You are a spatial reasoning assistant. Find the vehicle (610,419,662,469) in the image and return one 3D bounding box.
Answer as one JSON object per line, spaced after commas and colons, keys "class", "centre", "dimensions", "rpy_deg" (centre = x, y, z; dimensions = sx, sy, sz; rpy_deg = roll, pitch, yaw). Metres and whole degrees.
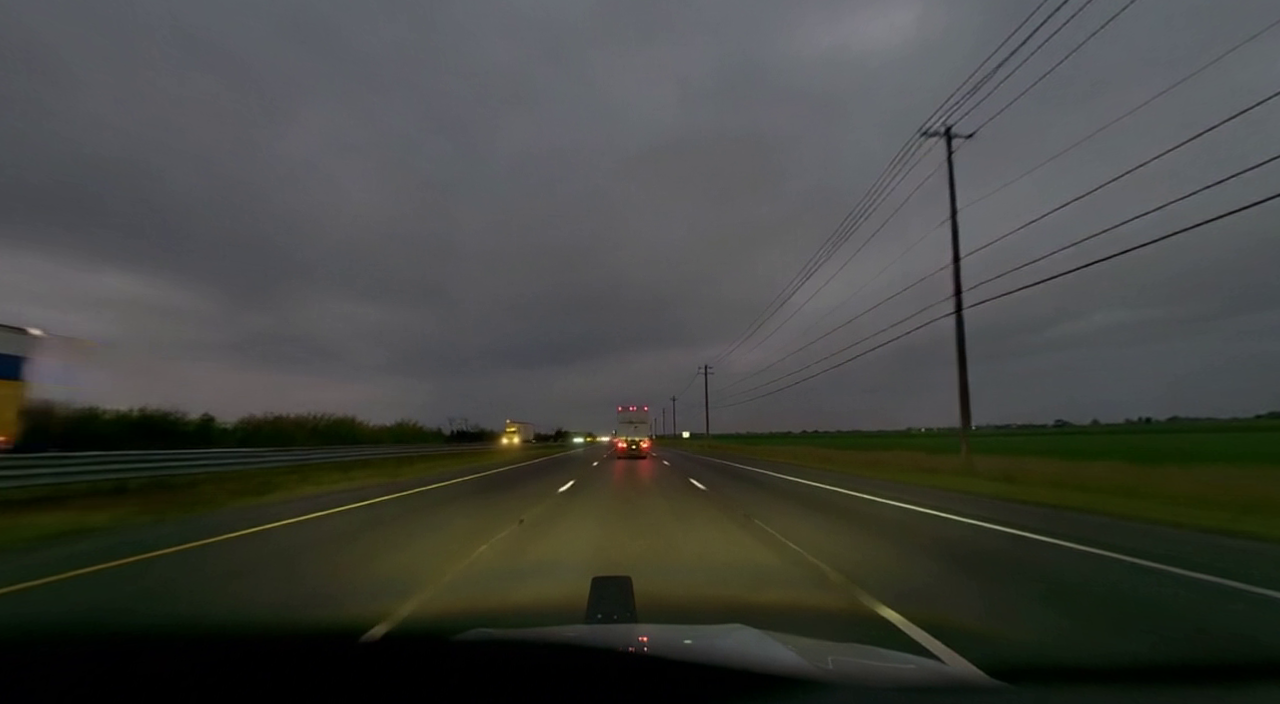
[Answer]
{"class": "vehicle", "centre": [-0.270, 4.345, 29.728], "dimensions": [2.240, 2.129, 4.480], "rpy_deg": [0, -8, -2]}
